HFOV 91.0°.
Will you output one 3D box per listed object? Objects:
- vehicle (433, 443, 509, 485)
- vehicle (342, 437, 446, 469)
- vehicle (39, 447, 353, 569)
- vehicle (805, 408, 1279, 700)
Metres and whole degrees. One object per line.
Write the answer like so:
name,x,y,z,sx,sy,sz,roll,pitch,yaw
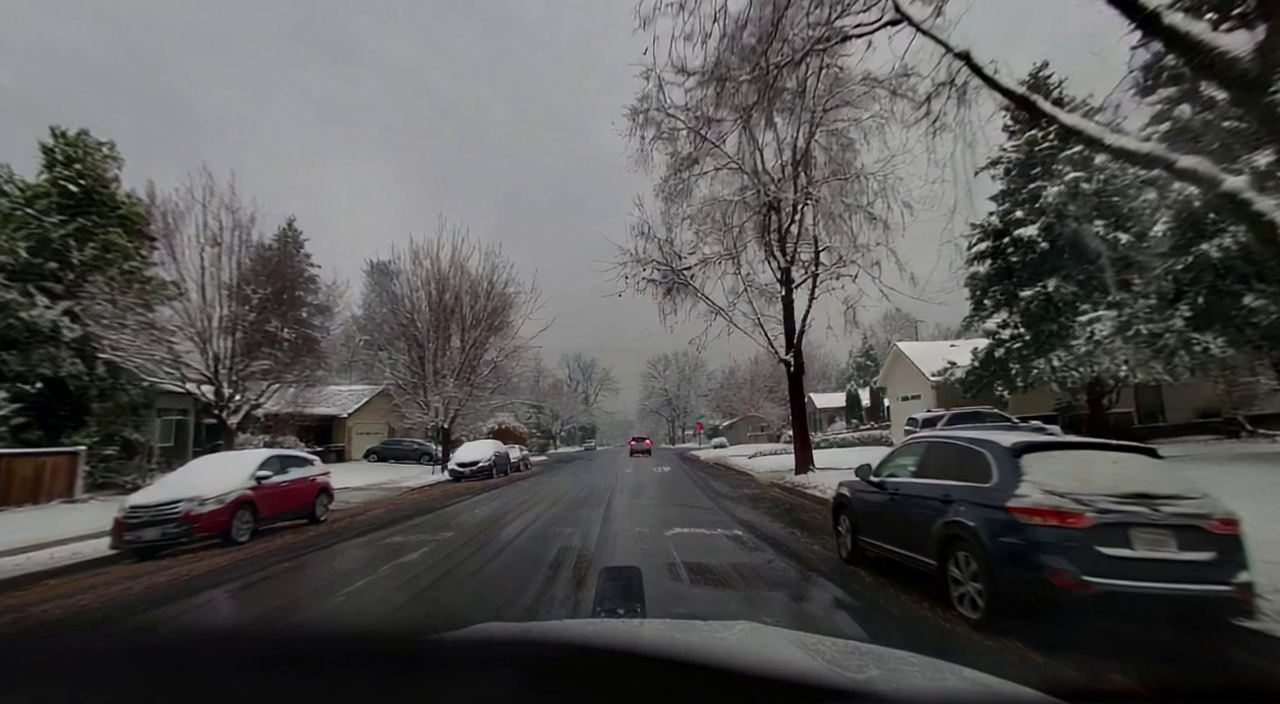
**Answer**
vehicle,-6.830,4.552,25.993,1.972,1.543,4.622,0,-8,-2
vehicle,-15.375,6.342,39.635,5.619,1.947,2.183,1,-9,-4
vehicle,-6.815,2.385,10.482,2.009,1.470,4.475,-3,-9,0
vehicle,3.157,1.383,5.632,2.004,1.469,4.706,0,-8,-1
